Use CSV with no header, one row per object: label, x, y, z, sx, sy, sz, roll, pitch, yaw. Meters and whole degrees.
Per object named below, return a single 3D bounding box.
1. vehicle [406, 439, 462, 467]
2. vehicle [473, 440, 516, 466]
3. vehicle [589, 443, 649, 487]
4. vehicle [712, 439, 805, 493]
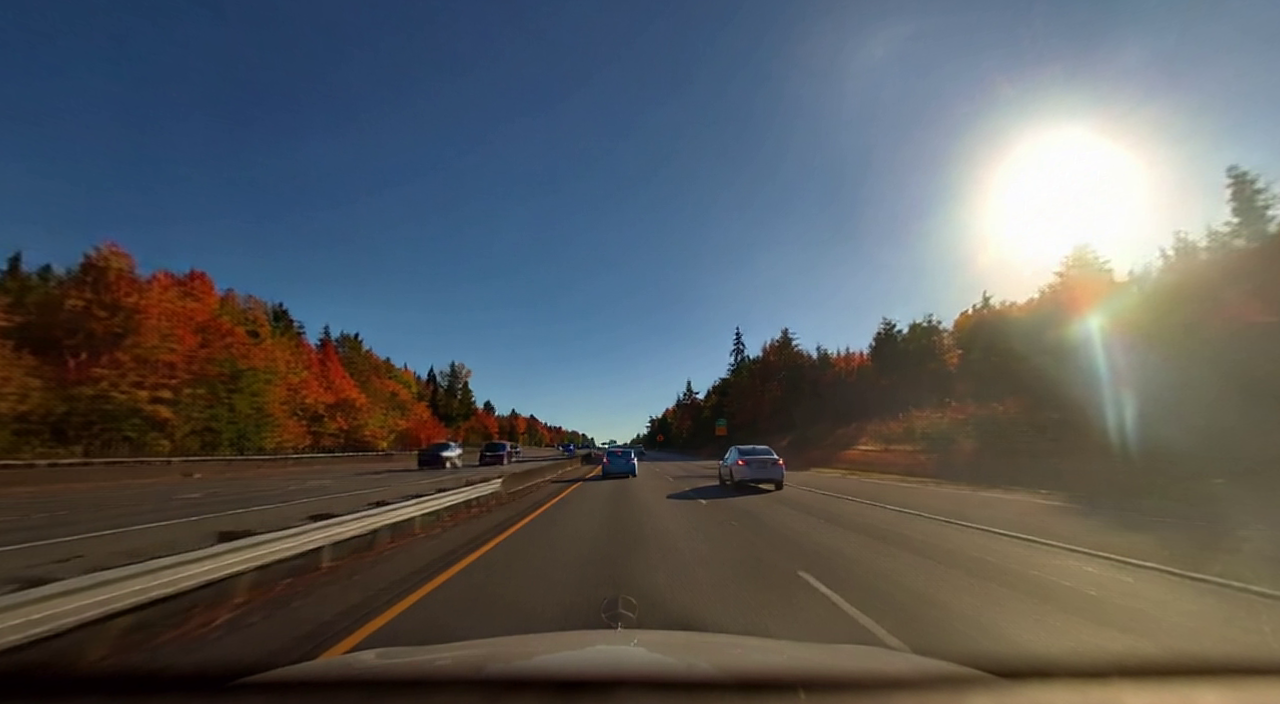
vehicle,-13.783,6.771,42.156,2.213,1.731,4.671,0,-9,-1
vehicle,-10.277,7.159,44.511,2.044,1.661,4.534,0,-9,-1
vehicle,-0.776,4.381,24.633,2.128,1.516,4.410,0,-9,-1
vehicle,3.785,3.741,20.919,2.300,1.595,4.144,-1,-9,0
